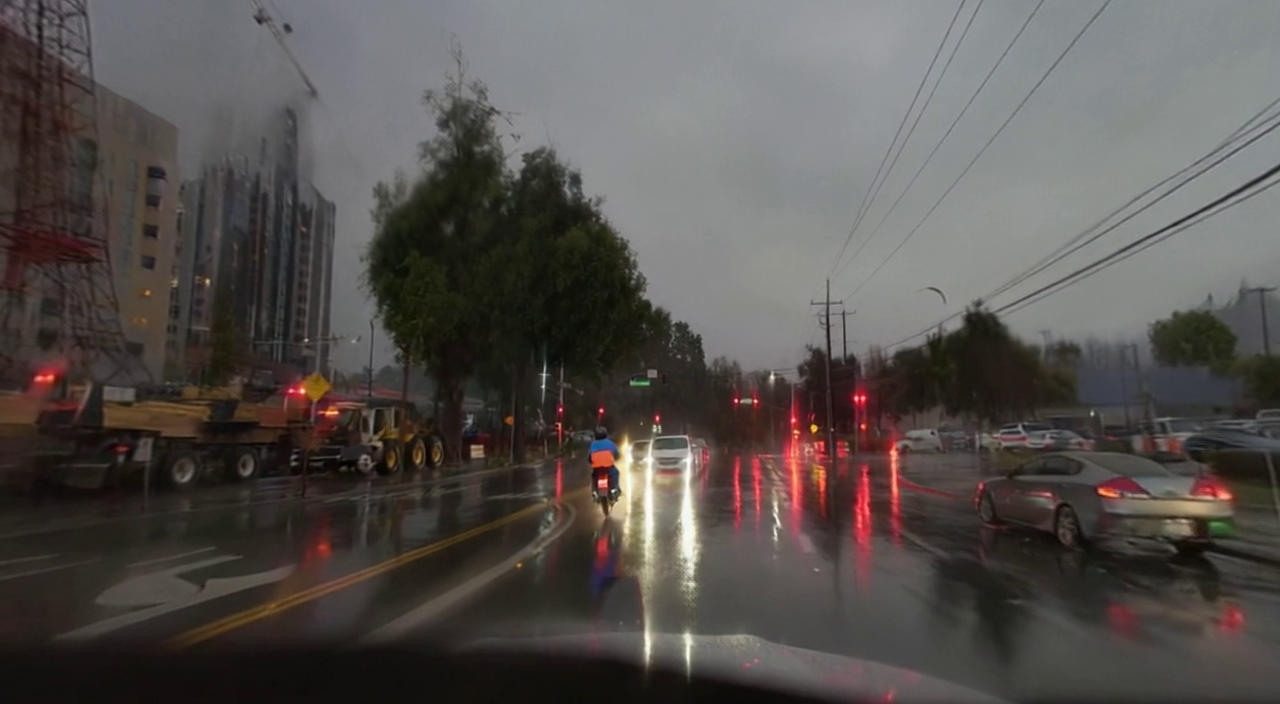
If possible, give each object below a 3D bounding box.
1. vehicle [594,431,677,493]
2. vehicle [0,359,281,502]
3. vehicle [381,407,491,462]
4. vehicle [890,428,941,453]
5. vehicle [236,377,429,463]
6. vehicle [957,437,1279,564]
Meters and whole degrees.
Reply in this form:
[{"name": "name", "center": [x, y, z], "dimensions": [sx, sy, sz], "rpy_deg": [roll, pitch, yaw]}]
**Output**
[{"name": "vehicle", "center": [-0.008, 3.164, 18.527], "dimensions": [1.925, 1.602, 4.090], "rpy_deg": [-1, -8, 7]}, {"name": "vehicle", "center": [-15.013, 2.385, 18.500], "dimensions": [2.990, 3.144, 9.080], "rpy_deg": [-1, -8, 5]}, {"name": "vehicle", "center": [-12.734, 5.170, 40.956], "dimensions": [2.970, 2.938, 11.622], "rpy_deg": [-3, -6, 2]}, {"name": "vehicle", "center": [20.240, 6.580, 46.630], "dimensions": [1.918, 1.732, 4.650], "rpy_deg": [-1, -8, 5]}, {"name": "vehicle", "center": [-13.702, 3.392, 29.720], "dimensions": [2.996, 3.170, 10.153], "rpy_deg": [-5, -9, 7]}, {"name": "vehicle", "center": [6.869, 2.077, 9.732], "dimensions": [1.973, 1.457, 4.522], "rpy_deg": [-1, -8, 6]}]
